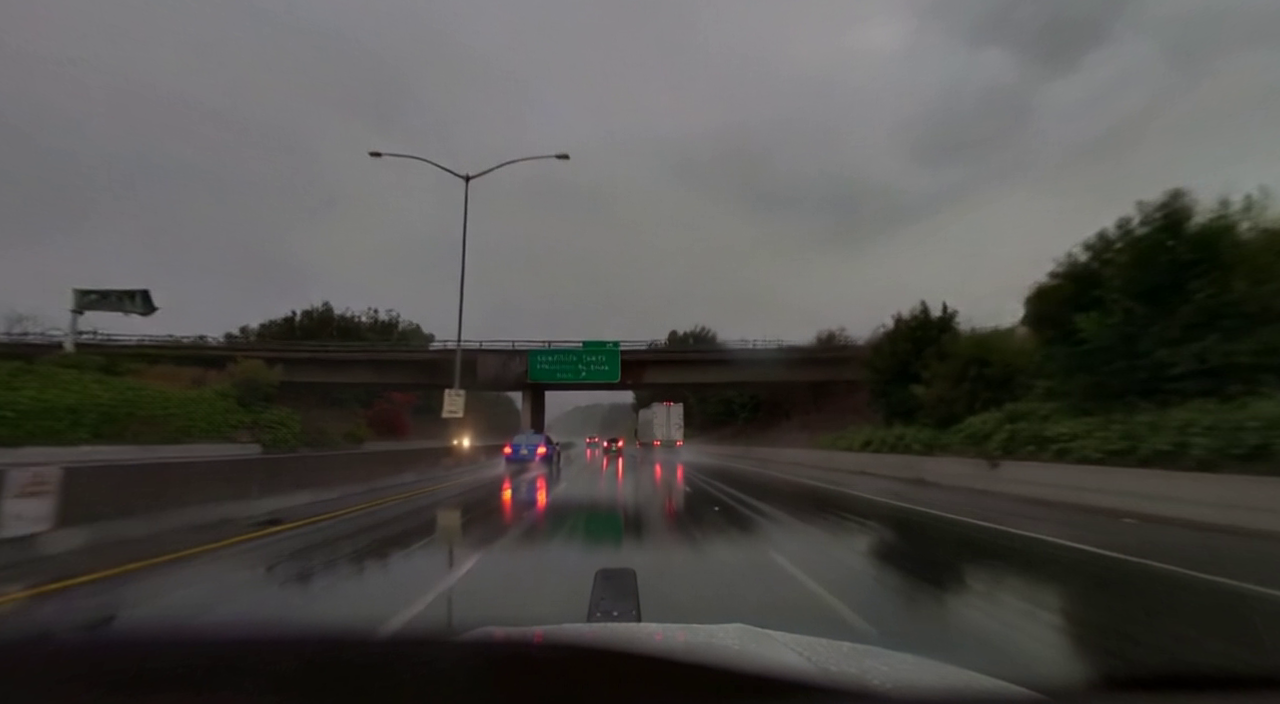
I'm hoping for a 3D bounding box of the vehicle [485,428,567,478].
[{"bbox_3d":[-4.282,3.902,24.566,2.377,1.747,4.703,0,-8,-1],"label":"vehicle"}]

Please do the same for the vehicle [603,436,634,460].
[{"bbox_3d":[-1.542,6.749,44.375,2.125,1.542,3.816,0,-8,-3],"label":"vehicle"}]
